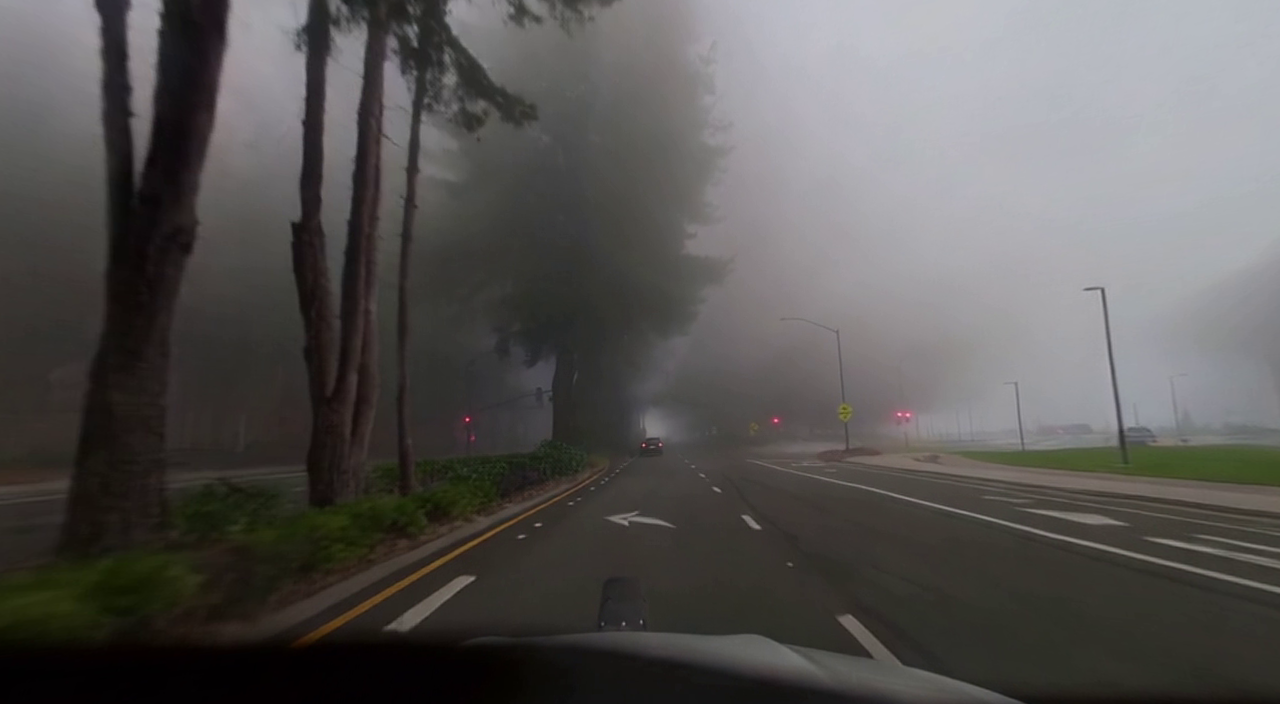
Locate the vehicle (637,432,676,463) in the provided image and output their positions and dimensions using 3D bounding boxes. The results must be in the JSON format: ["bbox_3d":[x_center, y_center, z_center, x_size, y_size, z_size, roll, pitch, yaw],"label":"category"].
[{"bbox_3d":[1.040,5.897,38.932,2.298,1.770,4.138,0,-8,2],"label":"vehicle"}]
